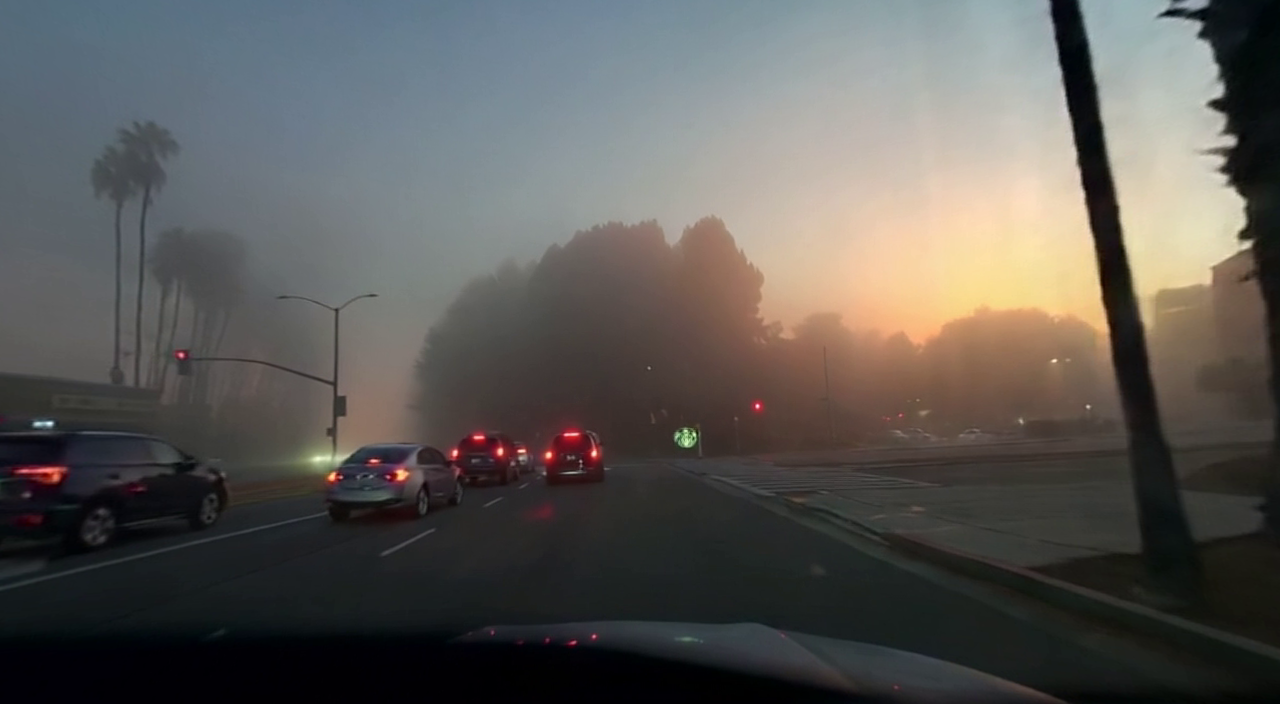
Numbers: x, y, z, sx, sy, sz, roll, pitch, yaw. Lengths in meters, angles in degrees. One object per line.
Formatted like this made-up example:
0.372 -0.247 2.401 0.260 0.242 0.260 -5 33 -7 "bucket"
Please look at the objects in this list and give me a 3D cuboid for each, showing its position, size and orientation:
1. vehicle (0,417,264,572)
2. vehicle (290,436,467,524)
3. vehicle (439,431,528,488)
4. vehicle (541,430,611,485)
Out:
-8.673 2.120 10.219 2.178 1.864 5.005 0 -9 -1 "vehicle"
-5.361 2.677 13.799 1.885 1.567 4.775 0 -9 -1 "vehicle"
-5.543 3.885 23.062 2.025 1.862 4.804 0 -9 0 "vehicle"
-2.176 3.770 22.708 2.153 1.759 4.320 0 -9 -2 "vehicle"
